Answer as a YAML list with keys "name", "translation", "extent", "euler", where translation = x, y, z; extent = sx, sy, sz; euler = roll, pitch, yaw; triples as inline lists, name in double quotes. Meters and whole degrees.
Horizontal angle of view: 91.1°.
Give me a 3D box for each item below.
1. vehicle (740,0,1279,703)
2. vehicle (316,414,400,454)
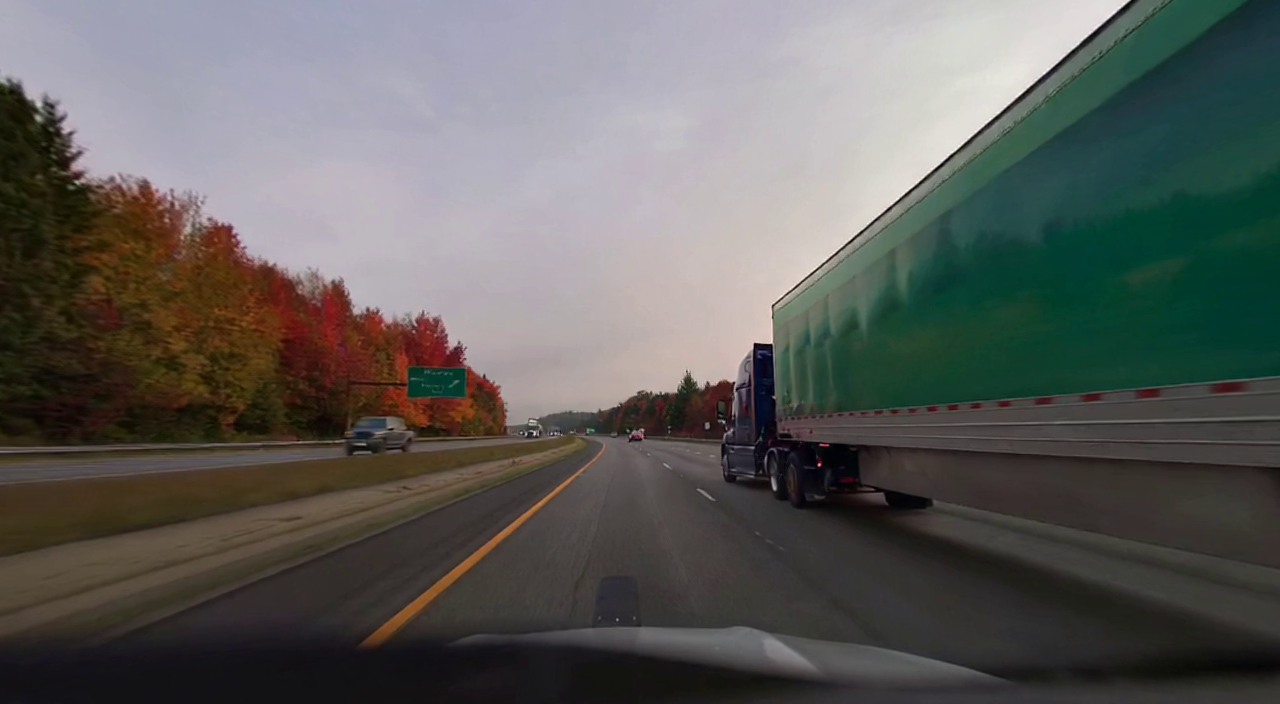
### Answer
- name: "vehicle"
  translation: [3.802, 0.167, 7.264]
  extent: [2.926, 4.008, 14.104]
  euler: [0, -8, 0]
- name: "vehicle"
  translation: [-13.452, 3.956, 30.307]
  extent: [1.950, 1.769, 4.636]
  euler: [0, -8, -1]
